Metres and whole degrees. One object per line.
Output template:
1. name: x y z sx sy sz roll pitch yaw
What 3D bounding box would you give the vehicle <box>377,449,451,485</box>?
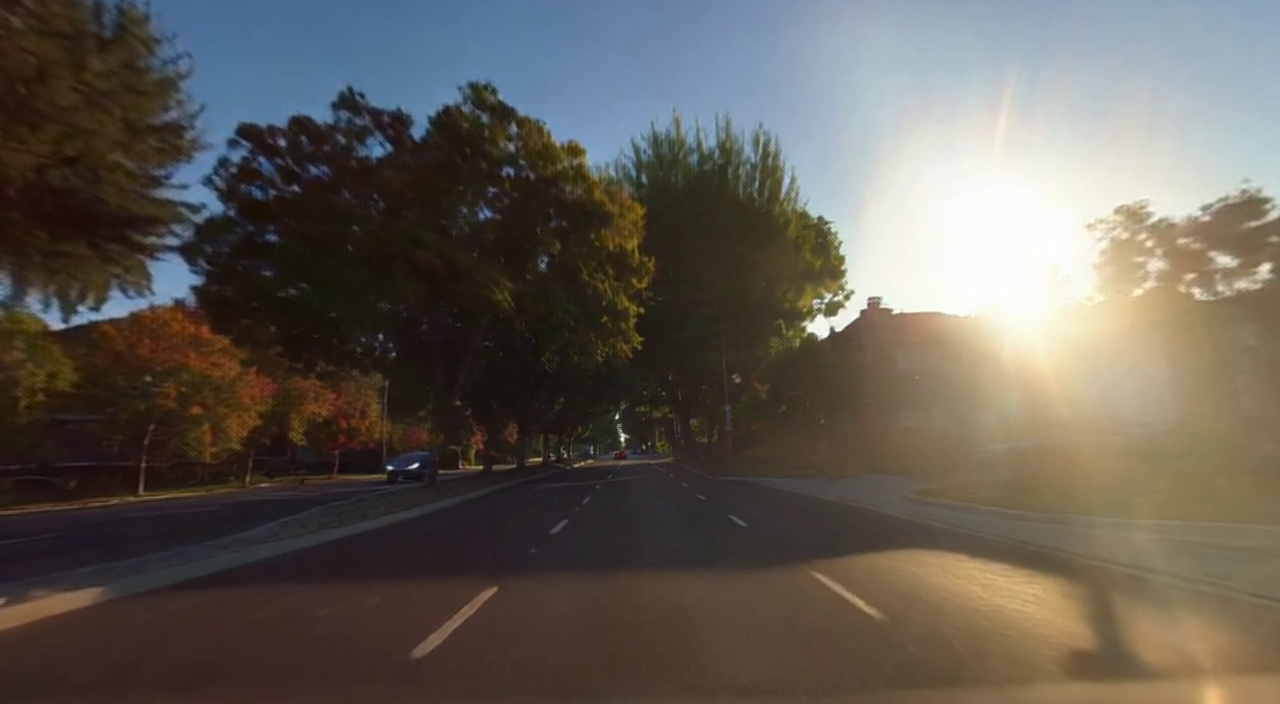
1. vehicle: -11.567 5.870 32.706 2.070 1.669 4.576 0 -8 0
